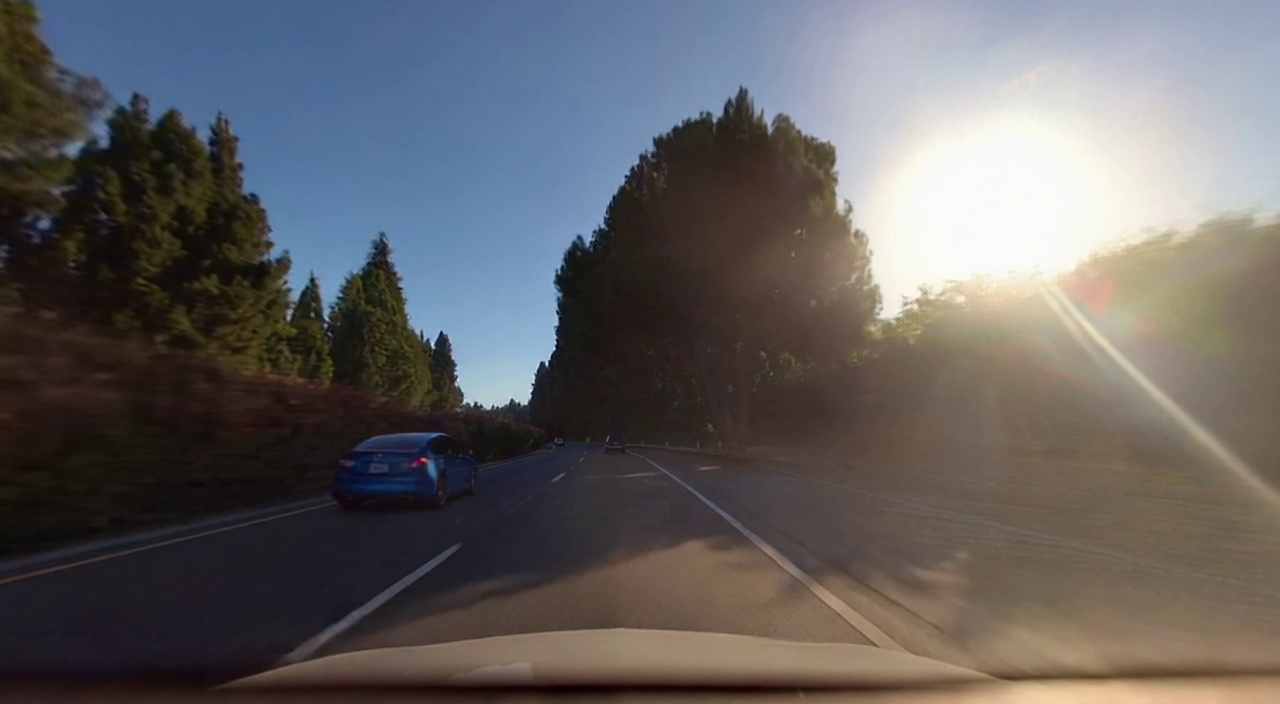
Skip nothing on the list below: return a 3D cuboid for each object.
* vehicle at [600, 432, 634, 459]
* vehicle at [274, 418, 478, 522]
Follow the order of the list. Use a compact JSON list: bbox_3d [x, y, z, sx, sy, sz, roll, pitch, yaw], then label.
[{"bbox_3d":[-1.491,5.841,39.638,2.041,1.618,3.898,0,-8,-4],"label":"vehicle"},{"bbox_3d":[-4.807,2.205,12.461,2.039,1.627,4.844,0,-8,-1],"label":"vehicle"}]
